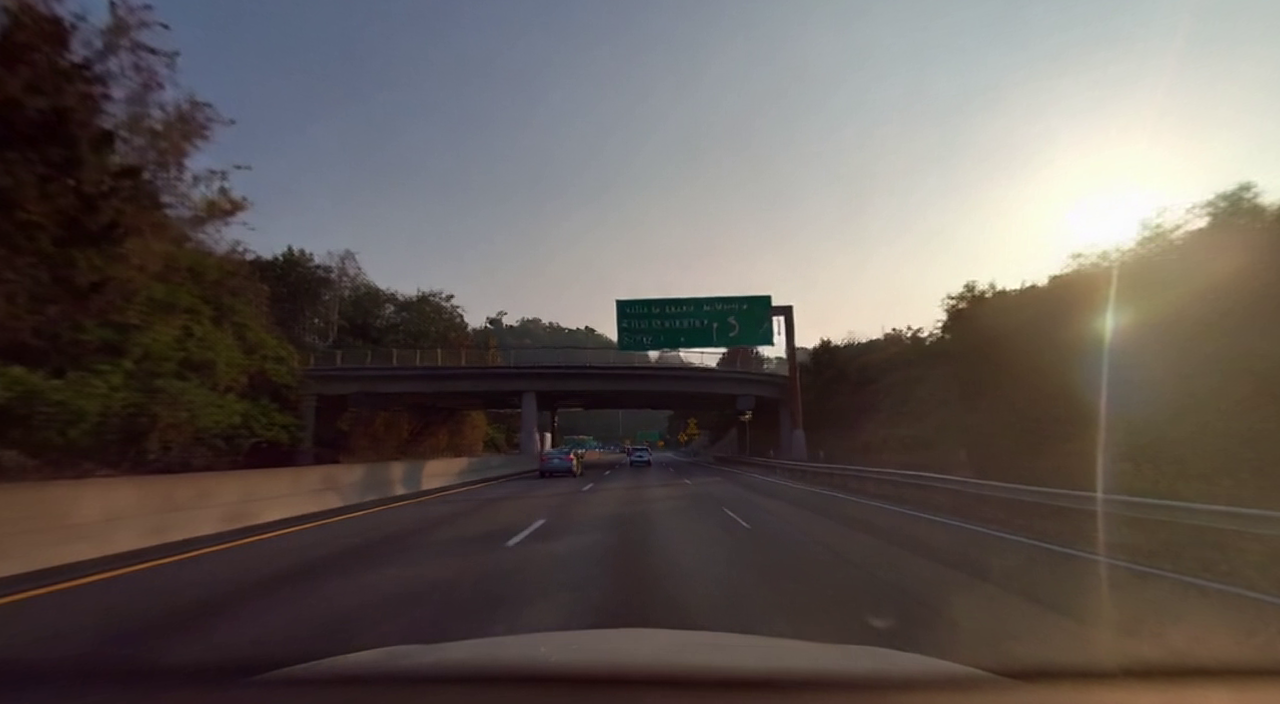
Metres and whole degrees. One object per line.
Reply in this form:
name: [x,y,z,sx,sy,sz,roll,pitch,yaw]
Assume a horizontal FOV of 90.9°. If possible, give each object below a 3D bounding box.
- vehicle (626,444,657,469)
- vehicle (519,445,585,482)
vehicle: [0.075,6.940,41.996,2.011,1.590,3.607,0,-9,0]
vehicle: [-3.734,4.838,27.649,2.157,1.483,4.601,0,-9,1]
